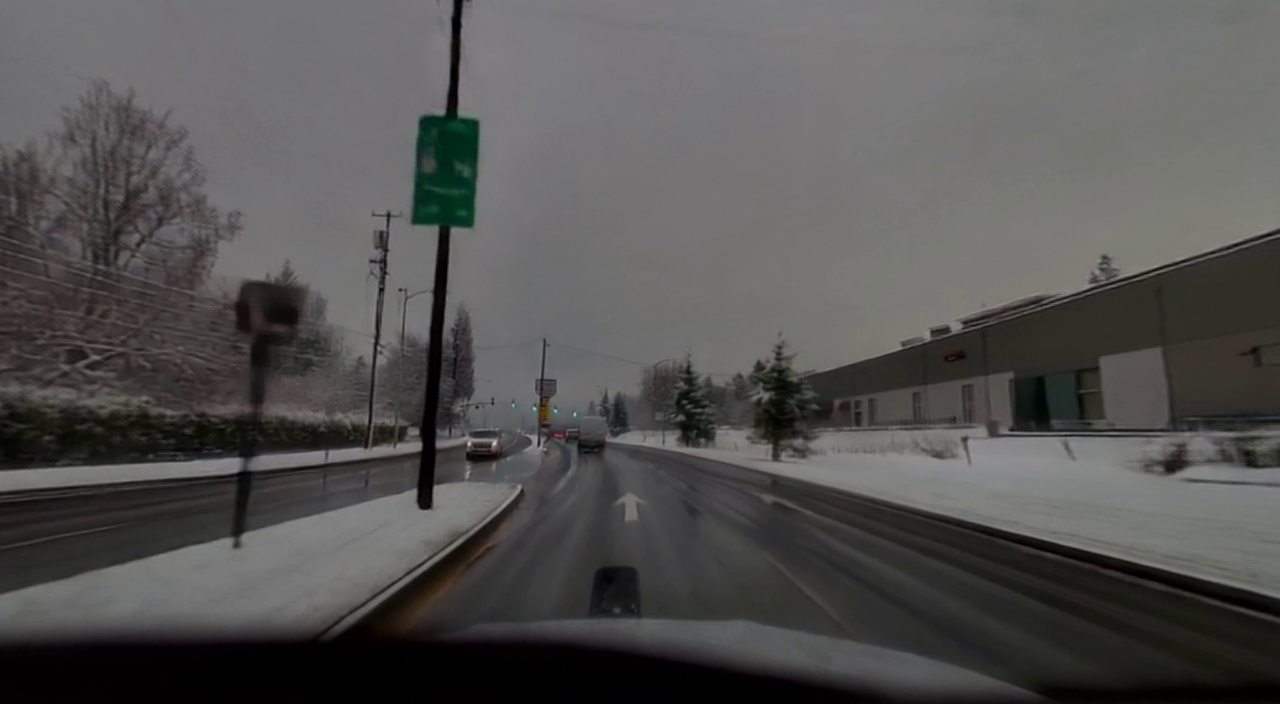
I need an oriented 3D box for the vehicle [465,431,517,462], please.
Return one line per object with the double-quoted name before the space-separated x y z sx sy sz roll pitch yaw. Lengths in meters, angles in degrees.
"vehicle" -8.228 5.266 35.189 2.120 1.610 3.917 1 -8 -3
